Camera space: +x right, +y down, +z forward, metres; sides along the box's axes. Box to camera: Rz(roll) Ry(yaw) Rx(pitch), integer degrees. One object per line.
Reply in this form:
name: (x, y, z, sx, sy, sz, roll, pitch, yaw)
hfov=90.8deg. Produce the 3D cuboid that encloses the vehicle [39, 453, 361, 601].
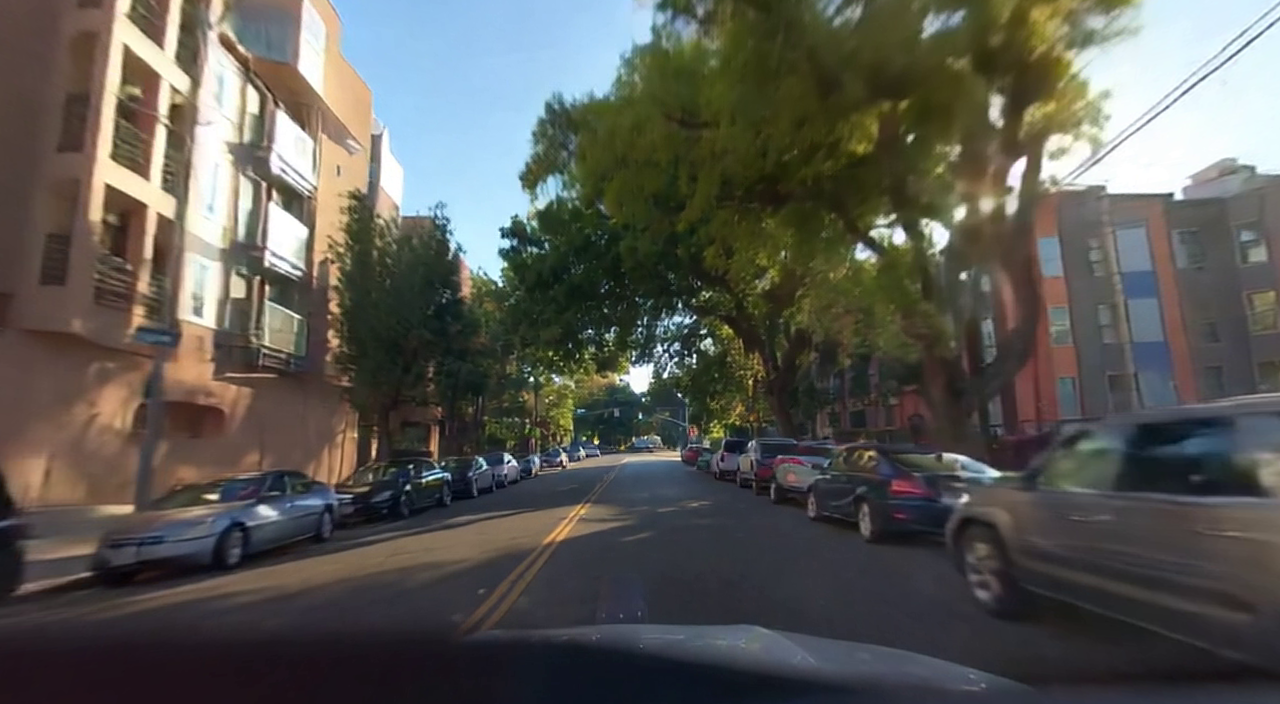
vehicle: (-6.073, 2.362, 9.493, 1.765, 1.426, 4.349, -7, -8, -1)

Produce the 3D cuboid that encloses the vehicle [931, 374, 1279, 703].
vehicle: (3.990, 1.116, 3.630, 2.320, 1.779, 4.615, 0, -8, -1)

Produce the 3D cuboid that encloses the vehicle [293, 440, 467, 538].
vehicle: (-5.982, 3.153, 15.259, 2.077, 1.756, 4.665, -6, -9, 1)

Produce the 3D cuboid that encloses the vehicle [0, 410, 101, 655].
vehicle: (-6.077, 1.225, 3.335, 2.175, 1.849, 4.725, -3, -8, 3)
